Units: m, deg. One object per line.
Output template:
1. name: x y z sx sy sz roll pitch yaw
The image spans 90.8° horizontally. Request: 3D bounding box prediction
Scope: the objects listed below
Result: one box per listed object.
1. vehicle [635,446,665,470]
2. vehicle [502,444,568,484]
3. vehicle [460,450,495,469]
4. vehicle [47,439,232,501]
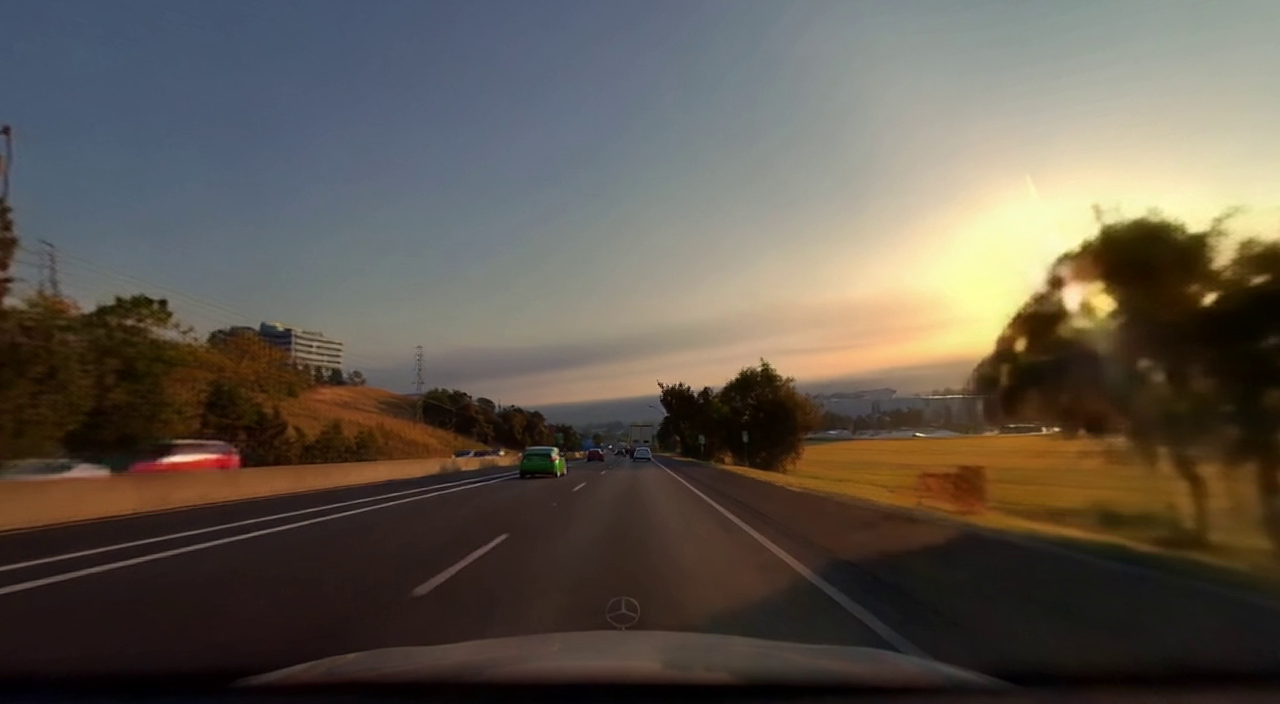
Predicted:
1. vehicle: 0.663 7.445 44.391 1.992 1.593 3.937 0 -9 -1
2. vehicle: -4.398 4.767 27.045 2.172 1.548 3.953 0 -9 0
3. vehicle: -12.503 8.309 48.692 1.743 1.405 3.476 0 -9 0
4. vehicle: -17.007 4.017 21.917 2.376 1.864 4.898 0 -9 0
